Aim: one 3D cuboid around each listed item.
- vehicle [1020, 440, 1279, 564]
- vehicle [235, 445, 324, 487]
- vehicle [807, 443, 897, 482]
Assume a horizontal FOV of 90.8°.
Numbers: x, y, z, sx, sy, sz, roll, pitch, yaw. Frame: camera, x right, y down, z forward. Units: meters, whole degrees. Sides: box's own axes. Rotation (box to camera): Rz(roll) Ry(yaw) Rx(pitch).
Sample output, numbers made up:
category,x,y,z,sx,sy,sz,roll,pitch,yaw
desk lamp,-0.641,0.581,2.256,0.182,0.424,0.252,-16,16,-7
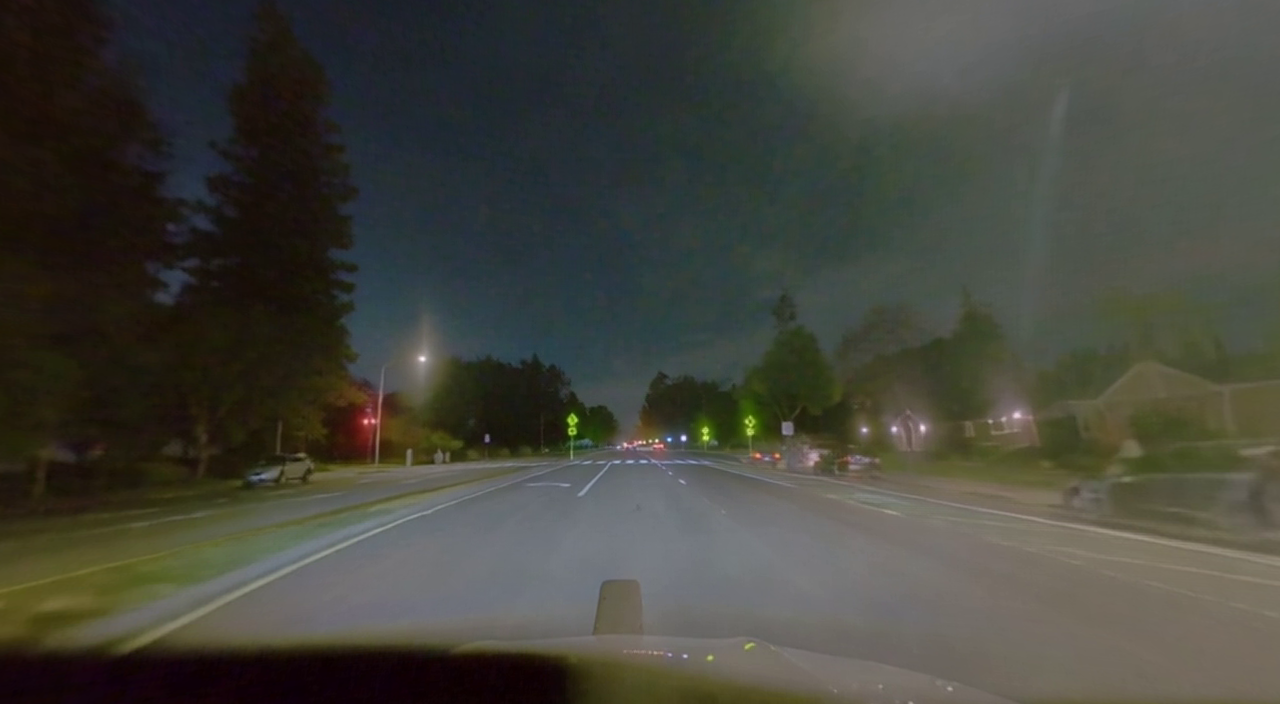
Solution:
category,x,y,z,sx,sy,sz,roll,pitch,yaw
vehicle,8.649,2.148,10.008,1.976,1.462,5.430,0,-8,1
vehicle,-18.368,5.801,32.484,1.994,1.874,4.502,-3,-8,-1
vehicle,8.639,4.512,26.242,1.925,1.454,4.493,0,-8,-4
